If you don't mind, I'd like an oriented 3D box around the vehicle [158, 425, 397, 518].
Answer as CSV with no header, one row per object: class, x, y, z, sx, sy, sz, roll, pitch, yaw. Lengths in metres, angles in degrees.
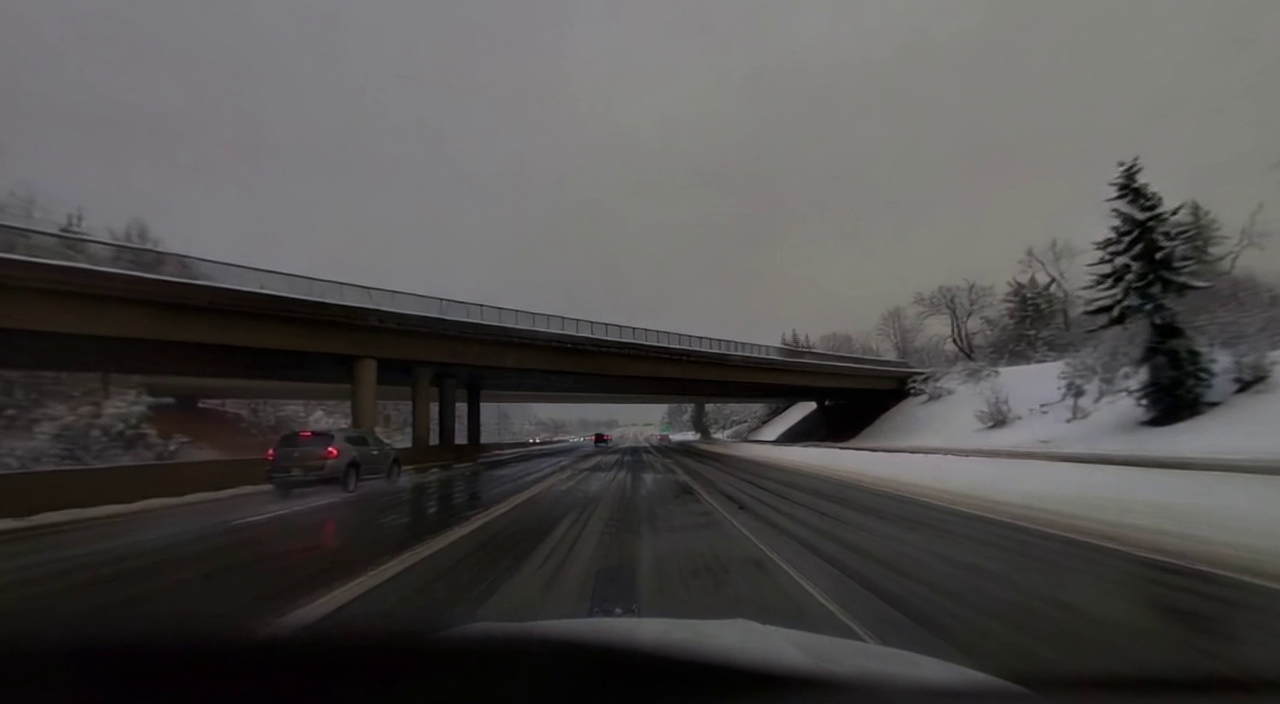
vehicle,-6.871,2.276,12.665,2.118,1.524,4.422,0,-8,1
